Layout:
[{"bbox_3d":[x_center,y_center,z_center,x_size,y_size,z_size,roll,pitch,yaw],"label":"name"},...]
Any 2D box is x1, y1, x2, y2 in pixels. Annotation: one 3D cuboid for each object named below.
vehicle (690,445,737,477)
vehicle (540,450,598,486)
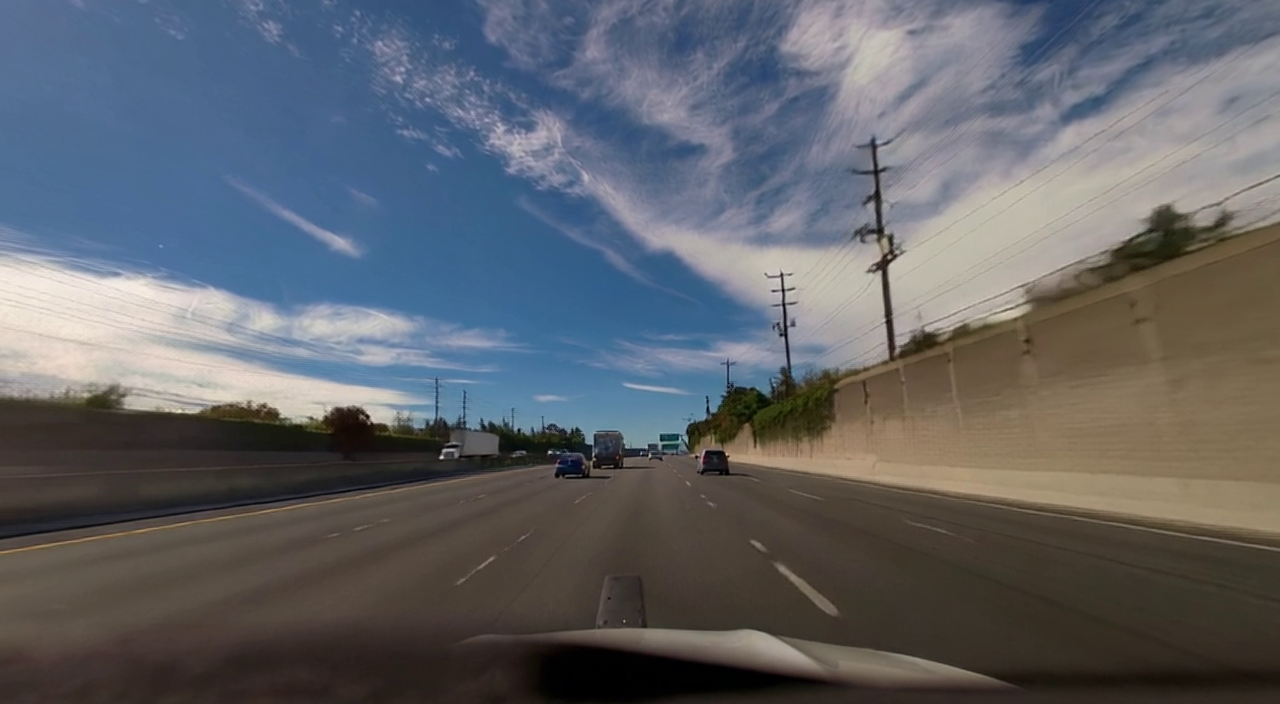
[{"bbox_3d":[4.351,6.548,38.104,2.214,1.799,4.627,0,-9,-1],"label":"vehicle"},{"bbox_3d":[-3.088,5.117,28.135,2.004,1.498,4.043,0,-9,2],"label":"vehicle"}]
